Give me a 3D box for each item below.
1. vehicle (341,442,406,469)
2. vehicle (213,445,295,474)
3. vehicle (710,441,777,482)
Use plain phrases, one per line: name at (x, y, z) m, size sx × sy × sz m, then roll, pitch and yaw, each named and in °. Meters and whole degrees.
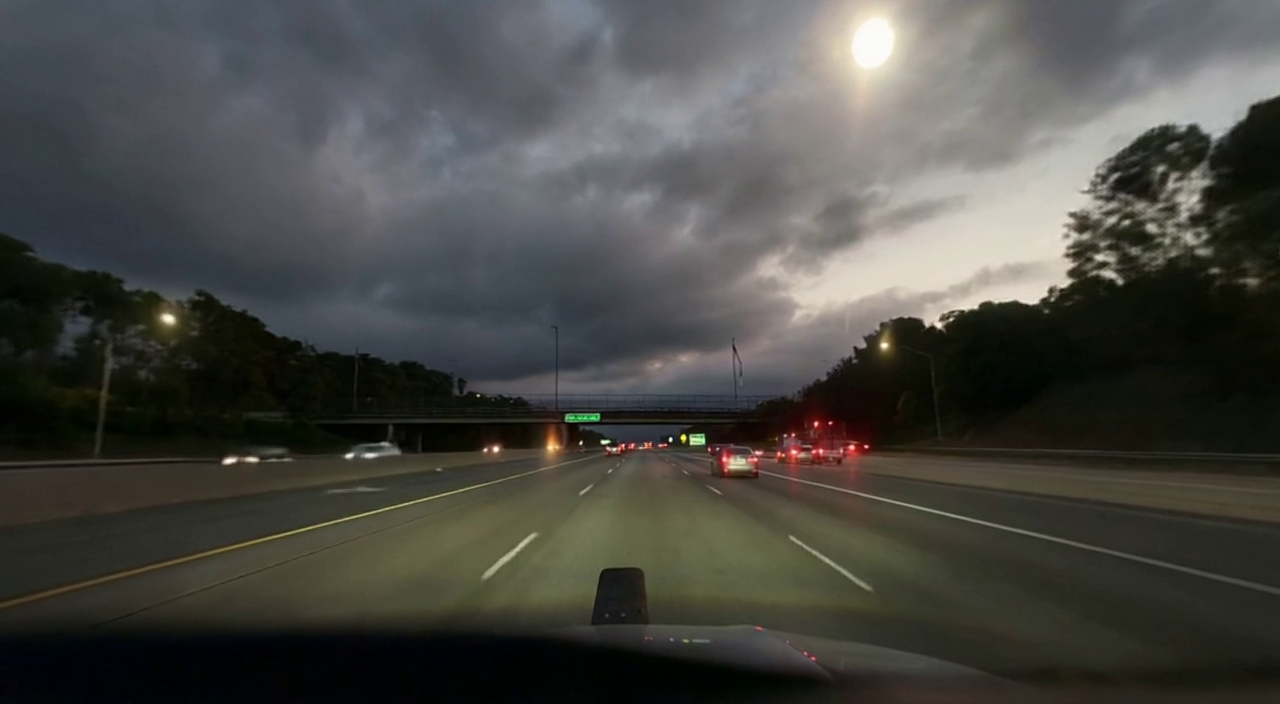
vehicle at (-17.442, 6.763, 41.527) m, size 2.055 × 1.682 × 4.951 m, roll 0°, pitch -8°, yaw 1°
vehicle at (-25.092, 6.967, 41.265) m, size 2.008 × 1.763 × 5.223 m, roll 0°, pitch -8°, yaw 1°
vehicle at (4.067, 4.369, 25.541) m, size 1.908 × 1.483 × 4.259 m, roll 0°, pitch -8°, yaw -1°
